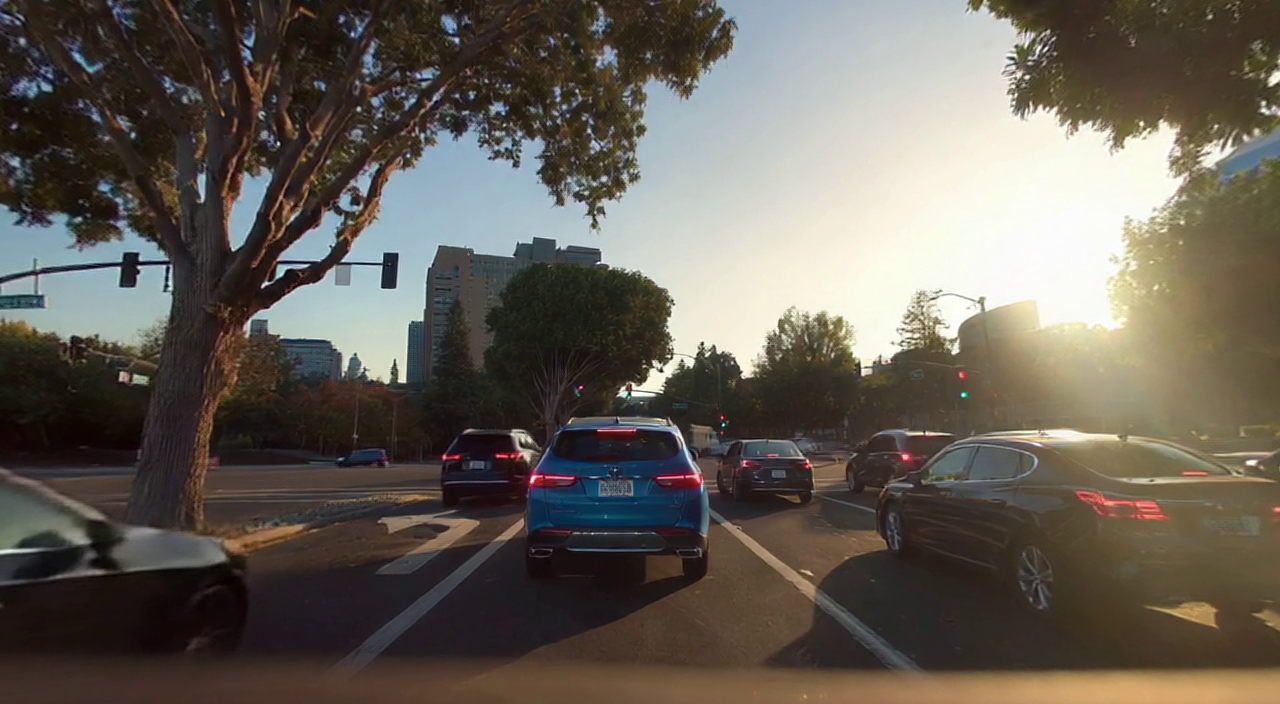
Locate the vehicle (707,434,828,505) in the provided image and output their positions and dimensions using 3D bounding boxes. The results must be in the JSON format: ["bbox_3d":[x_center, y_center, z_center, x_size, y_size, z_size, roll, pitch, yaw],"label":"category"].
[{"bbox_3d":[2.976,2.853,15.766,1.950,1.506,4.086,0,-8,-3],"label":"vehicle"}]

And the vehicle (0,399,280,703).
[{"bbox_3d":[-3.160,0.836,1.578,2.077,1.493,4.281,0,-9,-2],"label":"vehicle"}]

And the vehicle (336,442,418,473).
[{"bbox_3d":[-16.601,6.651,39.894,4.446,1.821,2.276,-4,-9,23],"label":"vehicle"}]

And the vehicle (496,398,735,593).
[{"bbox_3d":[-0.271,1.554,7.613,2.101,1.707,3.904,0,-8,-2],"label":"vehicle"}]

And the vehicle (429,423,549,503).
[{"bbox_3d":[-3.807,2.904,16.950,2.186,1.794,4.972,0,-8,-3],"label":"vehicle"}]

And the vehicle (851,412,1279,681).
[{"bbox_3d":[3.621,1.393,5.699,1.861,1.478,4.185,0,-8,-2],"label":"vehicle"}]
